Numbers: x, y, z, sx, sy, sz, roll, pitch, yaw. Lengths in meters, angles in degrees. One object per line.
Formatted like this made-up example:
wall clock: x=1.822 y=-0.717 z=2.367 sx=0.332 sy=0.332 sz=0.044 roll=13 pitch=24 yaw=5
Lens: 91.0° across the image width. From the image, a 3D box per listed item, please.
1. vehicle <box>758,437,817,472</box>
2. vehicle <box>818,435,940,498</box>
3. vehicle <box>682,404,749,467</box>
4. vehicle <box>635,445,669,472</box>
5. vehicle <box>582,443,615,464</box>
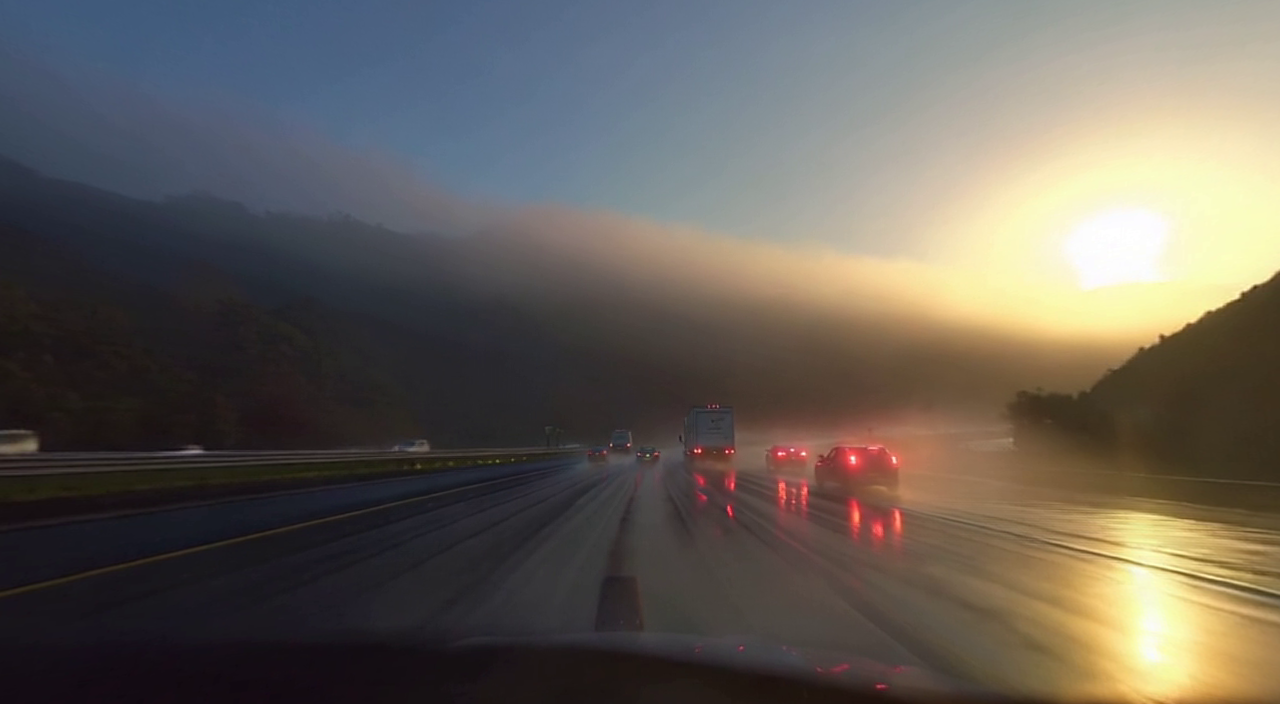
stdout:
vehicle: x=8.063 y=5.660 z=34.901 sx=2.143 sy=1.775 sz=4.729 roll=0 pitch=-9 yaw=0
vehicle: x=7.087 y=3.433 z=19.254 sx=2.044 sy=1.676 sz=4.421 roll=0 pitch=-9 yaw=1
vehicle: x=4.718 y=5.634 z=41.812 sx=3.130 sy=3.607 sz=11.129 roll=0 pitch=-9 yaw=0
vehicle: x=0.675 y=6.149 z=36.616 sx=1.866 sy=1.492 sz=3.932 roll=0 pitch=-9 yaw=0
vehicle: x=-3.068 y=7.632 z=47.487 sx=2.132 sy=1.506 sz=4.256 roll=0 pitch=-9 yaw=0
